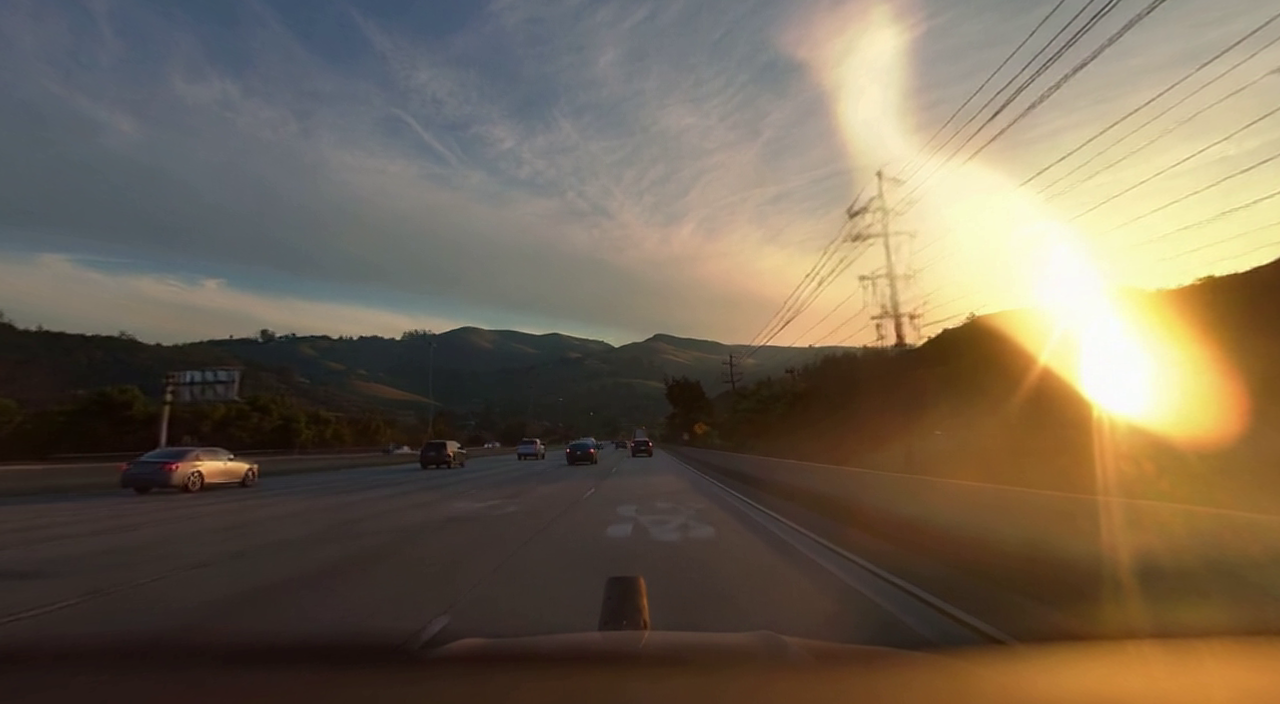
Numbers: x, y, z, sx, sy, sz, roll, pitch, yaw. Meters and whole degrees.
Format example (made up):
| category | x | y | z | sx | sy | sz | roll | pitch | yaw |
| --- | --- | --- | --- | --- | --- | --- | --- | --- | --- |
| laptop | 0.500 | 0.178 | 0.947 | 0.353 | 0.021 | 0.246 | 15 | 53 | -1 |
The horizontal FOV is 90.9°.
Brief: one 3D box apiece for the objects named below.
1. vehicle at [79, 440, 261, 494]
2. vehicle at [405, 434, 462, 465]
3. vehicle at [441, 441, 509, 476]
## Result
| category | x | y | z | sx | sy | sz | roll | pitch | yaw |
| --- | --- | --- | --- | --- | --- | --- | --- | --- | --- |
| vehicle | -14.375 | 3.533 | 19.758 | 1.885 | 1.474 | 4.849 | 0 | -9 | 1 |
| vehicle | -14.141 | 6.731 | 43.527 | 2.172 | 1.946 | 5.017 | 0 | -9 | 1 |
| vehicle | -7.448 | 4.826 | 28.865 | 1.899 | 1.472 | 4.202 | 0 | -9 | 1 |
